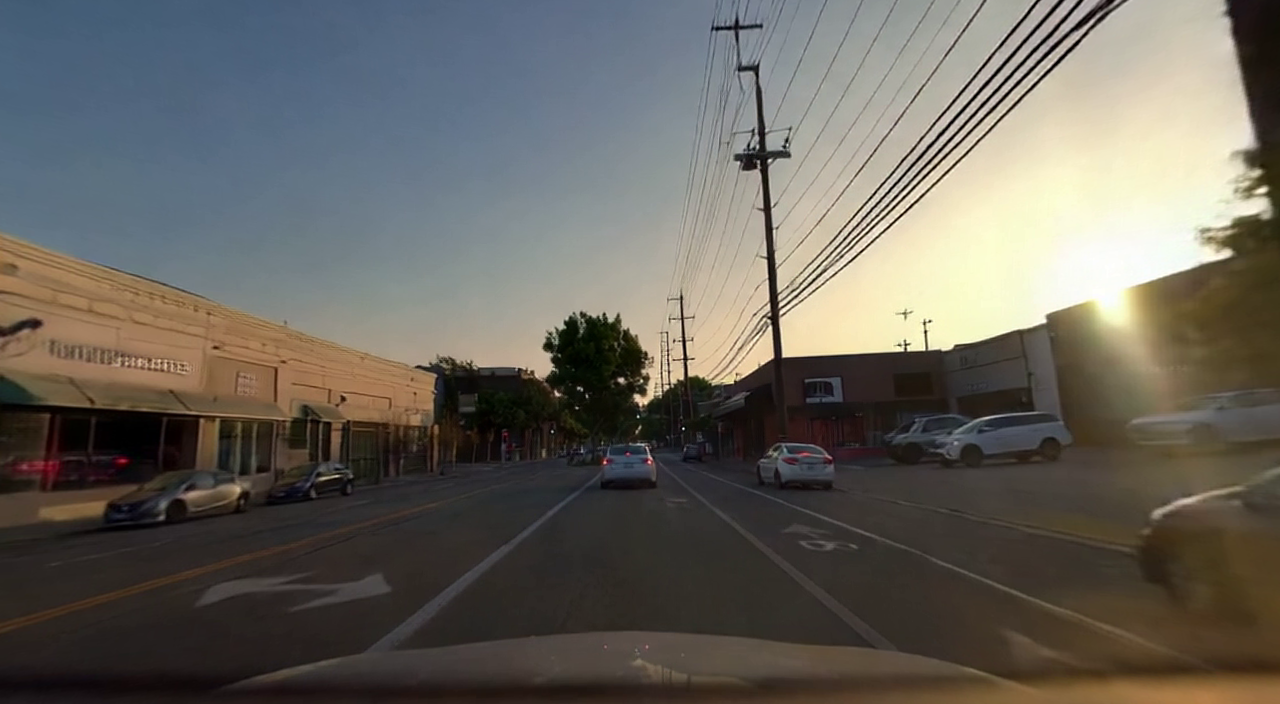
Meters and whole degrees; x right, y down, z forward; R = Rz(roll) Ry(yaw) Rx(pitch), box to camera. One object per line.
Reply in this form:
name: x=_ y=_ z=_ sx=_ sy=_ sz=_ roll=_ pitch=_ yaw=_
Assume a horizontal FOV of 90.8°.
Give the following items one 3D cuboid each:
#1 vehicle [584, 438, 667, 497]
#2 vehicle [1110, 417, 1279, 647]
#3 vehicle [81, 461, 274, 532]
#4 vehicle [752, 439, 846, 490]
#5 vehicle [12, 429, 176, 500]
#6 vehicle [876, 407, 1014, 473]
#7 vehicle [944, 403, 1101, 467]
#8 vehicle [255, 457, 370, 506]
vehicle: x=-0.391 y=3.265 z=18.280 sx=2.116 sy=1.479 sz=3.980 roll=0 pitch=-8 yaw=-1
vehicle: x=5.100 y=1.004 z=3.076 sx=1.987 sy=1.459 sz=4.677 roll=0 pitch=-8 yaw=0
vehicle: x=-11.706 y=3.630 z=16.458 sx=1.828 sy=1.457 sz=4.371 roll=0 pitch=-8 yaw=-2
vehicle: x=5.207 y=3.735 z=21.352 sx=1.937 sy=1.523 sz=4.541 roll=0 pitch=-8 yaw=-1
vehicle: x=-29.639 y=6.111 z=34.839 sx=2.665 sy=3.441 sz=7.025 roll=-1 pitch=-9 yaw=0
vehicle: x=11.205 y=3.323 z=23.890 sx=2.329 sy=2.145 sz=5.841 roll=0 pitch=-8 yaw=1
vehicle: x=14.193 y=3.174 z=24.004 sx=2.418 sy=2.139 sz=5.365 roll=0 pitch=-8 yaw=-2
vehicle: x=-11.525 y=4.545 z=22.617 sx=1.817 sy=1.480 sz=4.282 roll=0 pitch=-8 yaw=0
